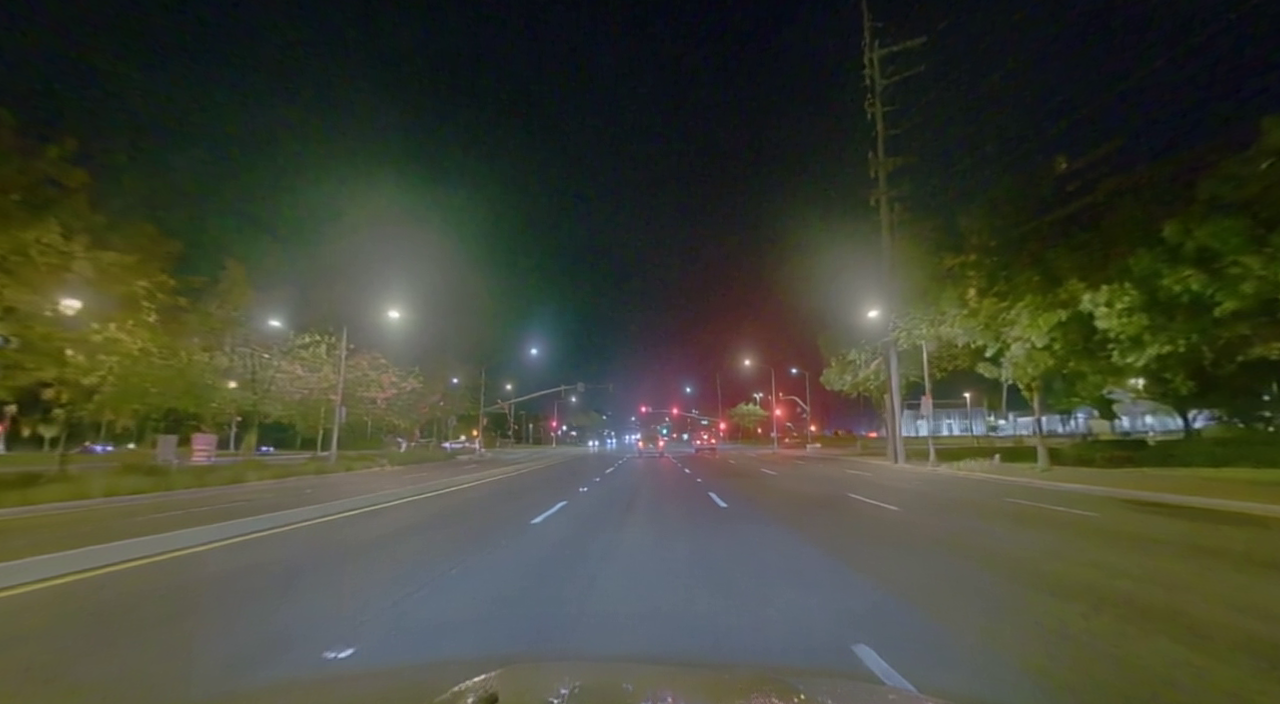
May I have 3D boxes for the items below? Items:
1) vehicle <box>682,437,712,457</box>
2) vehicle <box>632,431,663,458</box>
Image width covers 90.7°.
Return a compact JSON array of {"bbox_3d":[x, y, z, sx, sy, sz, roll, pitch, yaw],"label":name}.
[{"bbox_3d":[4.352,7.311,48.623,1.998,1.460,3.898,0,-8,1],"label":"vehicle"},{"bbox_3d":[0.615,7.094,48.539,2.267,1.926,4.708,0,-8,1],"label":"vehicle"}]
